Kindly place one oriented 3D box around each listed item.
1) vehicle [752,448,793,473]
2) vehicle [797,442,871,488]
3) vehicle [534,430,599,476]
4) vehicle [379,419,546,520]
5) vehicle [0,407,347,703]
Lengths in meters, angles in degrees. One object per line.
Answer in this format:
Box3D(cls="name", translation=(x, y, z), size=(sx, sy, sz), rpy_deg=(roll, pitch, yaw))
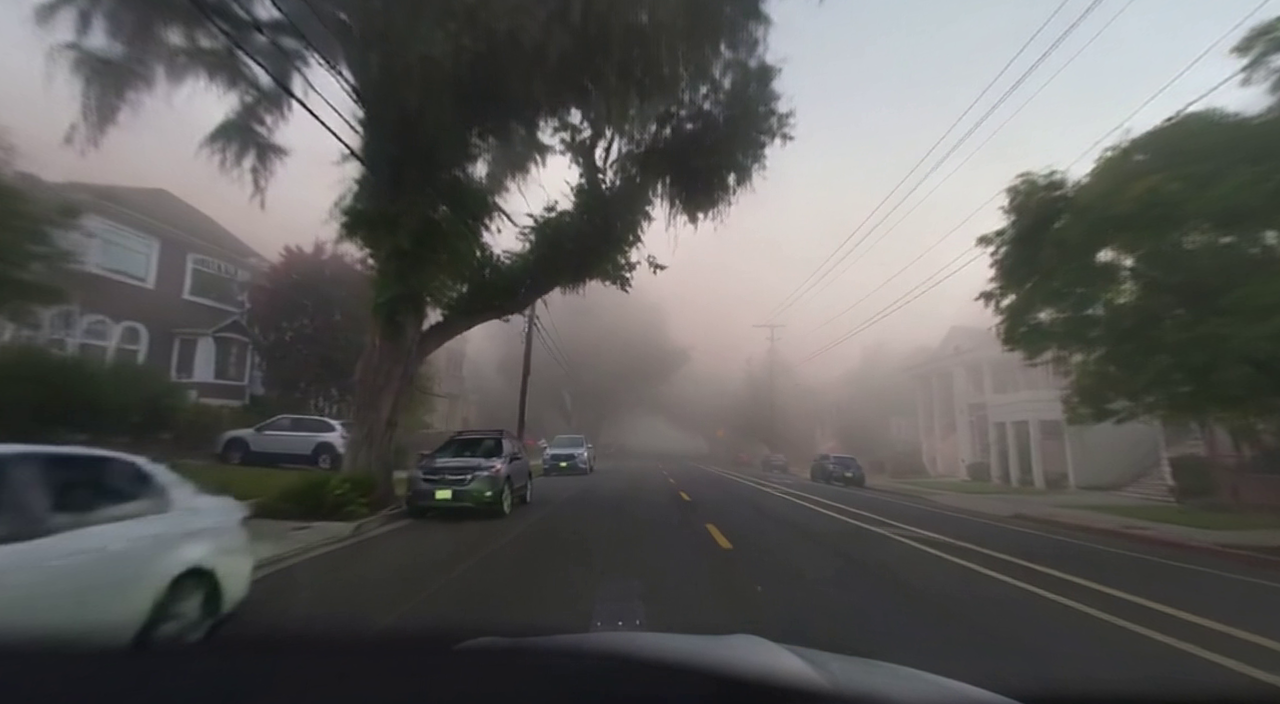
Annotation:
Box3D(cls="vehicle", translation=(9.802, 8.023, 47.112), size=(1.977, 1.495, 4.800), rpy_deg=(8, -8, 2))
Box3D(cls="vehicle", translation=(9.677, 5.633, 31.940), size=(2.156, 1.882, 4.790), rpy_deg=(8, -8, 1))
Box3D(cls="vehicle", translation=(-3.241, 4.639, 29.207), size=(2.290, 1.924, 5.536), rpy_deg=(0, -8, 1))
Box3D(cls="vehicle", translation=(-3.458, 2.410, 13.498), size=(2.127, 1.737, 4.961), rpy_deg=(0, -9, 0))
Box3D(cls="vehicle", translation=(-3.451, 1.060, 2.841), size=(1.917, 1.516, 4.898), rpy_deg=(-1, -8, 0))
